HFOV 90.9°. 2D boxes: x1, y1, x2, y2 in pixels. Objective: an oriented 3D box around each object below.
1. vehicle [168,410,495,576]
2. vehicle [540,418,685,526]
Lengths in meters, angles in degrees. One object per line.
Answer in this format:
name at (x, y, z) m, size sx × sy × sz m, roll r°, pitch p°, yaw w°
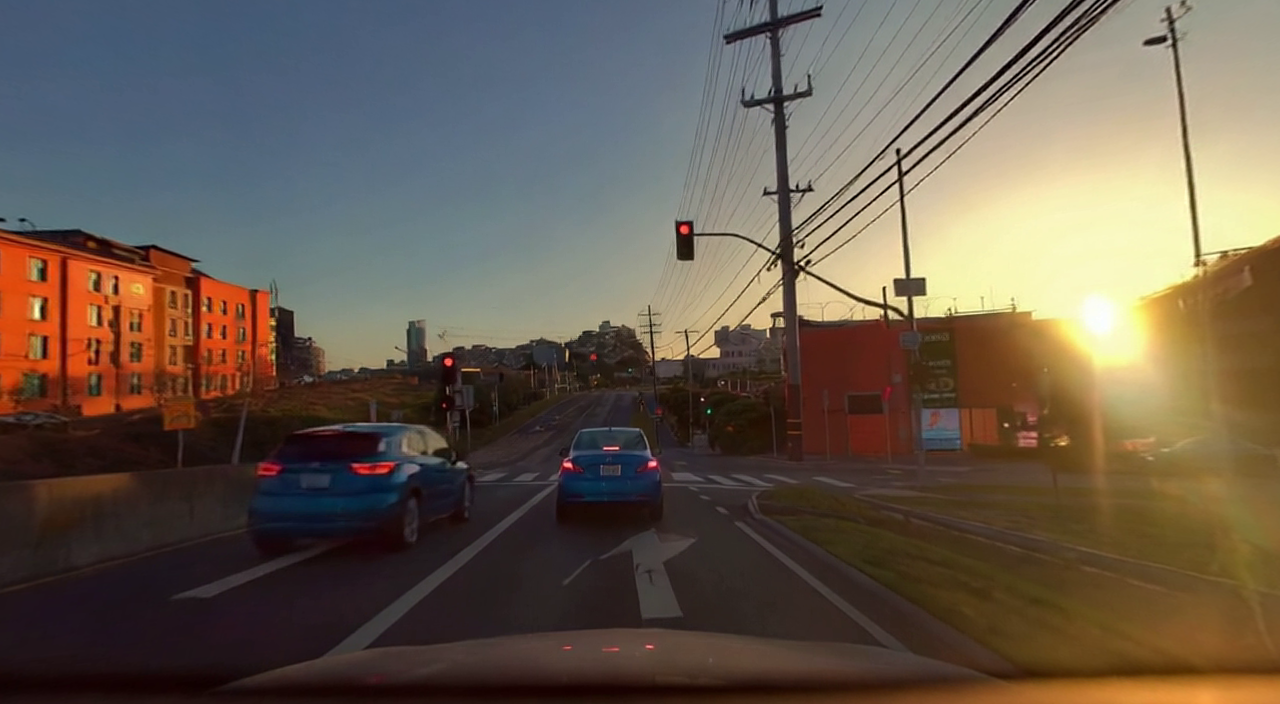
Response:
vehicle at (-3.454, 1.646, 8.230) m, size 2.097 × 1.573 × 4.284 m, roll 0°, pitch -8°, yaw 0°
vehicle at (-0.414, 2.006, 11.116) m, size 2.123 × 1.566 × 3.662 m, roll 0°, pitch -8°, yaw 0°
